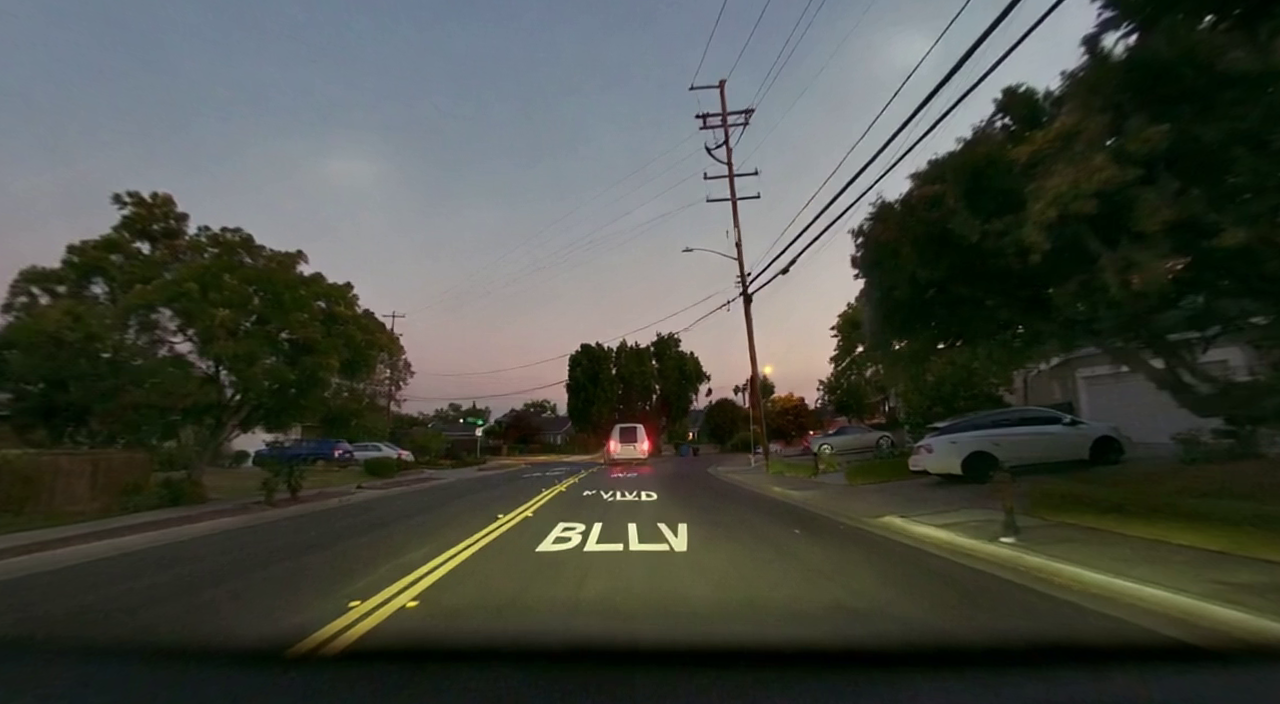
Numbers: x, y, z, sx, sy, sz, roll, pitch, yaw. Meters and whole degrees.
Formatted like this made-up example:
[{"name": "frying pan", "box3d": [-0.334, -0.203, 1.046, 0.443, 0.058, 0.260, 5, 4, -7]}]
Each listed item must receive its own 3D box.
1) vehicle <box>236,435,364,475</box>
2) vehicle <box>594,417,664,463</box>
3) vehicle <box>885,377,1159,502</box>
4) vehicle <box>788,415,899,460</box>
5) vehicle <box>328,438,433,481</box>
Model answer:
[{"name": "vehicle", "box3d": [-16.261, 4.935, 30.417, 4.881, 1.828, 2.111, 0, -8, -1]}, {"name": "vehicle", "box3d": [-0.961, 6.407, 45.725, 2.929, 3.058, 7.559, 3, -9, -19]}, {"name": "vehicle", "box3d": [8.226, 1.908, 13.940, 4.584, 1.817, 2.018, -9, -8, -5]}, {"name": "vehicle", "box3d": [10.023, 4.289, 31.392, 4.658, 1.536, 2.090, -8, -10, 1]}, {"name": "vehicle", "box3d": [-13.473, 5.629, 33.019, 4.550, 1.655, 2.143, -5, -15, -1]}]
